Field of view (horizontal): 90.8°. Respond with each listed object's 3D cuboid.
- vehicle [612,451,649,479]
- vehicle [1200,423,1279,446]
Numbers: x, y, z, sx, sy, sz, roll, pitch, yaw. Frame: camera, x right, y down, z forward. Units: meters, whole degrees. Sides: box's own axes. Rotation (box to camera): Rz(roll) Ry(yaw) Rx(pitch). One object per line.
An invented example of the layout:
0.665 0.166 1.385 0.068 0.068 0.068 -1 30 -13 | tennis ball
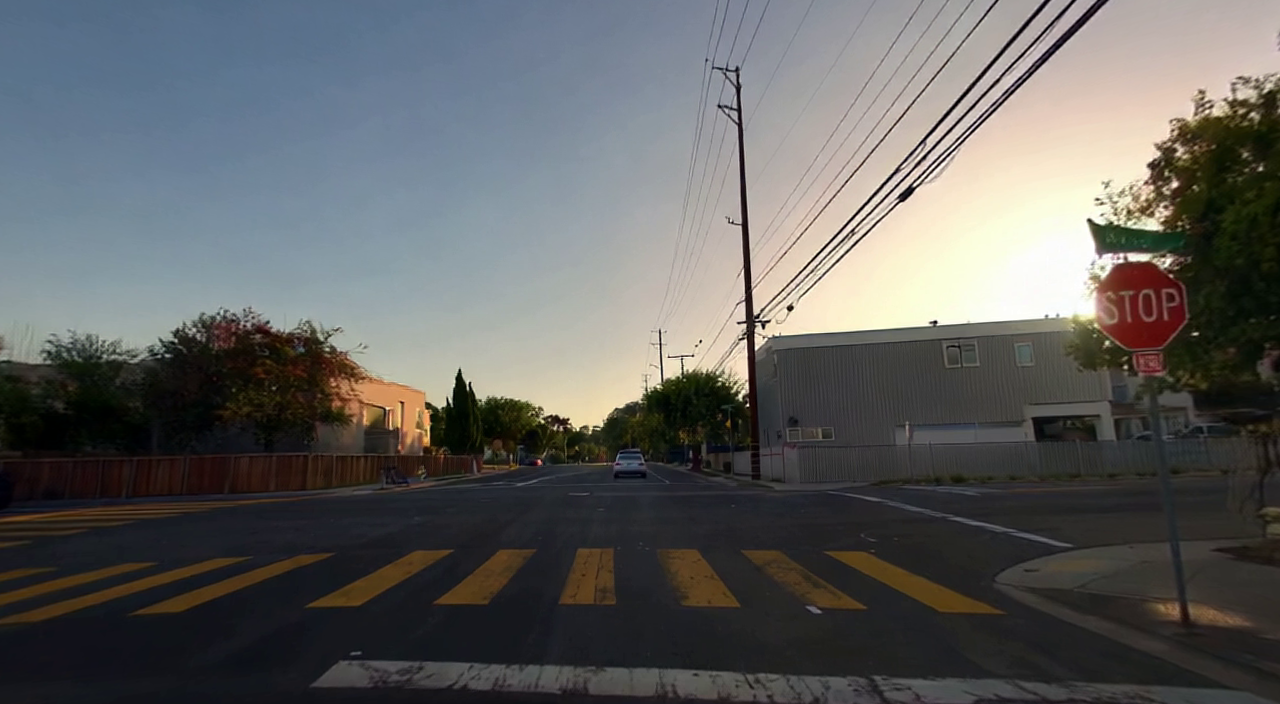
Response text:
-0.492 6.630 37.287 2.064 1.477 3.968 0 -9 1 | vehicle
44.578 6.056 46.282 2.251 1.596 5.193 -1 -8 0 | vehicle
